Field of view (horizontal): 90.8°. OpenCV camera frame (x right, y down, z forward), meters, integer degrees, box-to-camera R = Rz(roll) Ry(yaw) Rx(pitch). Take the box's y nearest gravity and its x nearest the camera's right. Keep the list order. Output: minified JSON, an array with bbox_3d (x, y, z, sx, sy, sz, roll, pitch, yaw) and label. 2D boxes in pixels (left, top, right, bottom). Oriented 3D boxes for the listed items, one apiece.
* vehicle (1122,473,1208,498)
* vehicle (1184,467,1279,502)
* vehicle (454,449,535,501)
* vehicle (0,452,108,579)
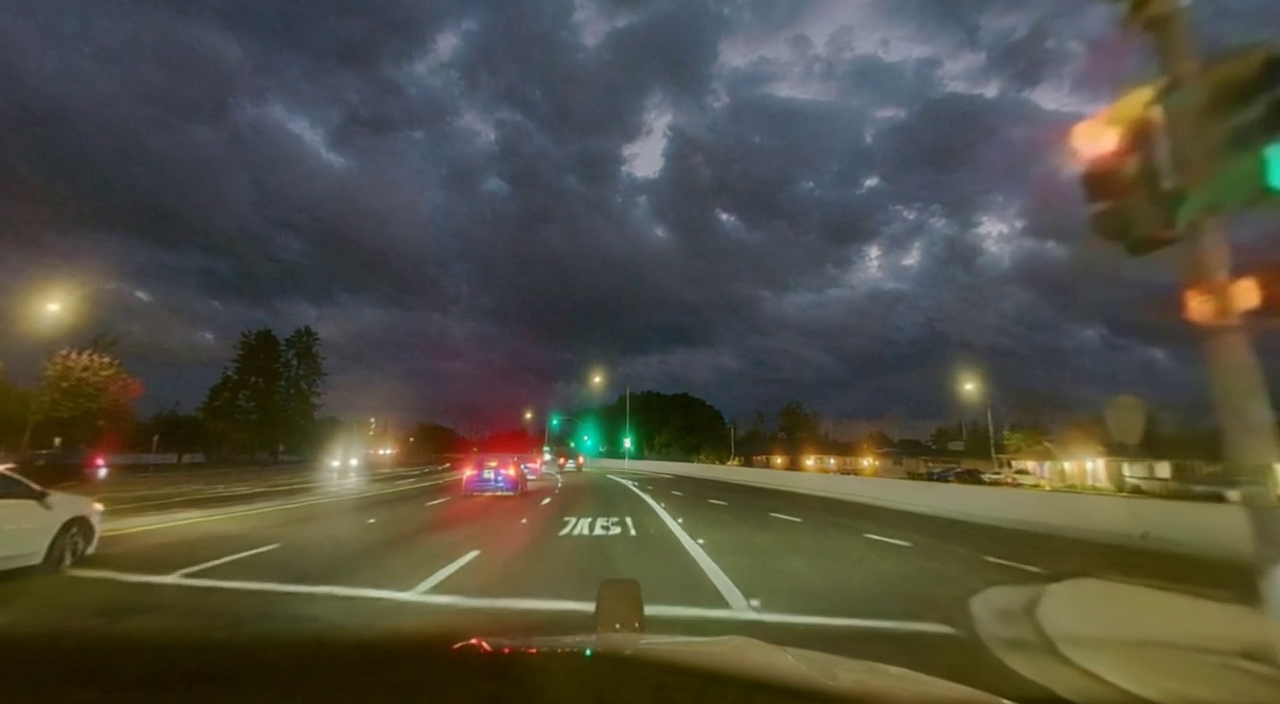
[{"bbox_3d":[36.196,9.184,43.720,1.698,1.438,4.442,1,-9,-8],"label":"vehicle"},{"bbox_3d":[36.831,8.085,38.873,1.888,1.758,5.043,1,-9,-5],"label":"vehicle"},{"bbox_3d":[-5.063,4.328,22.709,2.098,1.613,4.606,0,-9,-4],"label":"vehicle"},{"bbox_3d":[-8.298,1.787,6.615,1.889,1.429,4.029,0,-9,1],"label":"vehicle"}]
